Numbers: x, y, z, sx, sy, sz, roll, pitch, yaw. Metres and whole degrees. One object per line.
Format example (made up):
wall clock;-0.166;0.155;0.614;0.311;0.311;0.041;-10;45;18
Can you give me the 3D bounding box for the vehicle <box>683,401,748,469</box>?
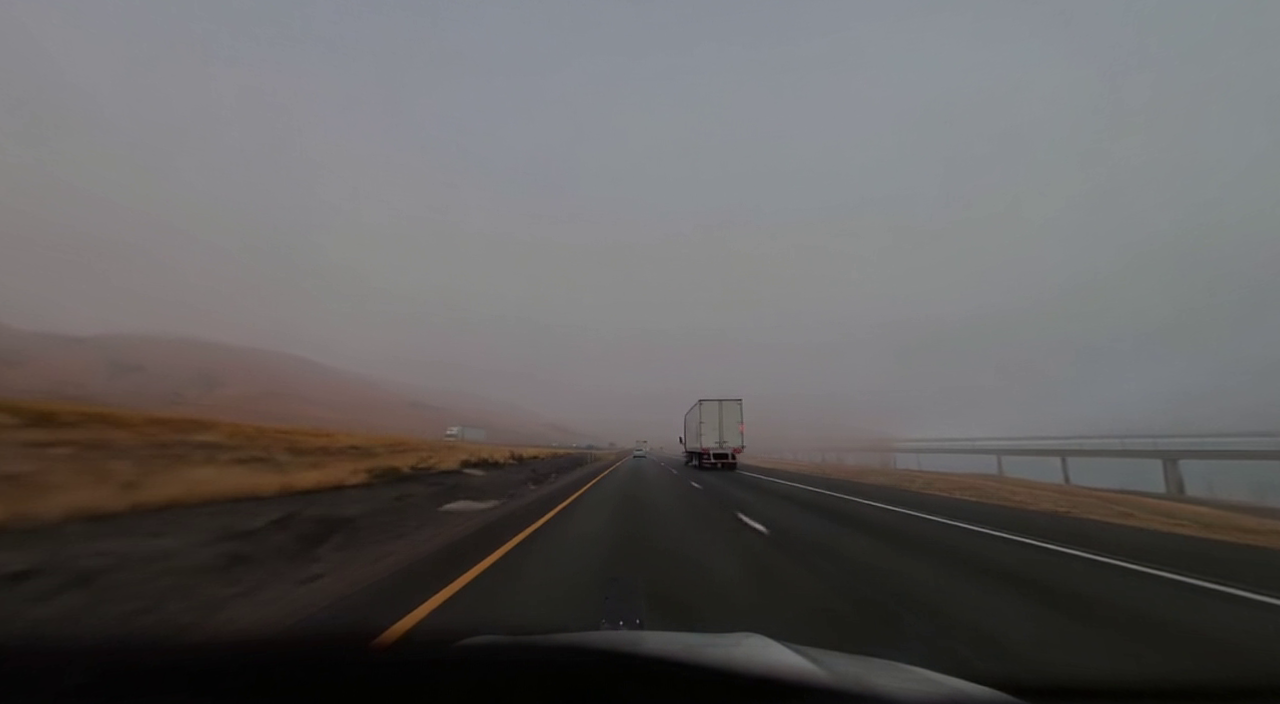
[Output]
vehicle;4.953;5.968;44.253;3.035;4.005;13.454;0;-9;1
